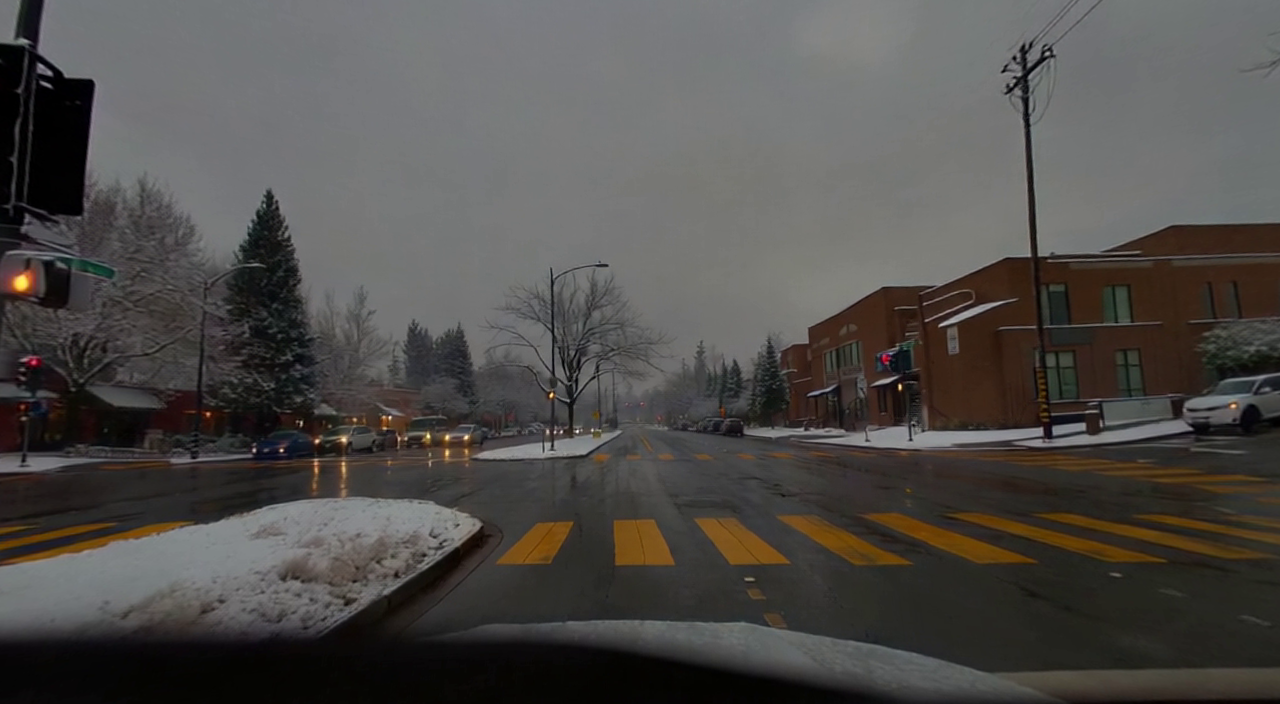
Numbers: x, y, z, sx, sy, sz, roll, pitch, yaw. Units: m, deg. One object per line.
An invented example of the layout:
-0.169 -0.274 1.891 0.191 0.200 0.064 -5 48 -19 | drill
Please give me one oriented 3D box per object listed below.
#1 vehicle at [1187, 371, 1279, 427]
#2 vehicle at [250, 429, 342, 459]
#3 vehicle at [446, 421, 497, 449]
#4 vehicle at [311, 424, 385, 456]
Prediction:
22.364 1.572 22.243 4.531 1.753 1.964 -2 -2 -5 | vehicle
-18.059 4.897 33.530 1.939 1.430 5.533 0 -8 -2 | vehicle
-11.678 5.831 44.080 2.118 1.809 4.591 0 -8 2 | vehicle
-18.261 5.588 39.863 2.225 1.871 5.189 0 -8 0 | vehicle
